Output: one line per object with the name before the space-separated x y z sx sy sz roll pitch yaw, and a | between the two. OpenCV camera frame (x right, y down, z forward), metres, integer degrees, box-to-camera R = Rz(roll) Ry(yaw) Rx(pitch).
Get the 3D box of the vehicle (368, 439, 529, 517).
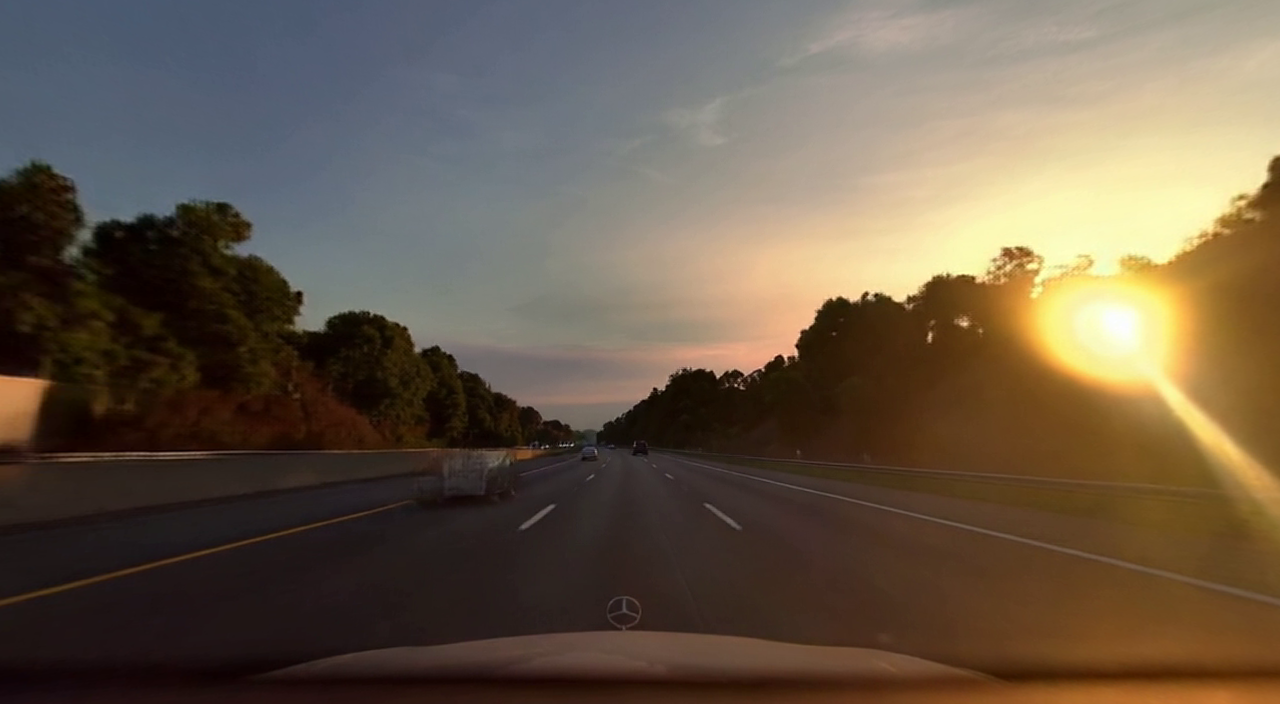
vehicle | -4.065 2.762 14.366 2.169 1.473 4.631 0 -9 0
